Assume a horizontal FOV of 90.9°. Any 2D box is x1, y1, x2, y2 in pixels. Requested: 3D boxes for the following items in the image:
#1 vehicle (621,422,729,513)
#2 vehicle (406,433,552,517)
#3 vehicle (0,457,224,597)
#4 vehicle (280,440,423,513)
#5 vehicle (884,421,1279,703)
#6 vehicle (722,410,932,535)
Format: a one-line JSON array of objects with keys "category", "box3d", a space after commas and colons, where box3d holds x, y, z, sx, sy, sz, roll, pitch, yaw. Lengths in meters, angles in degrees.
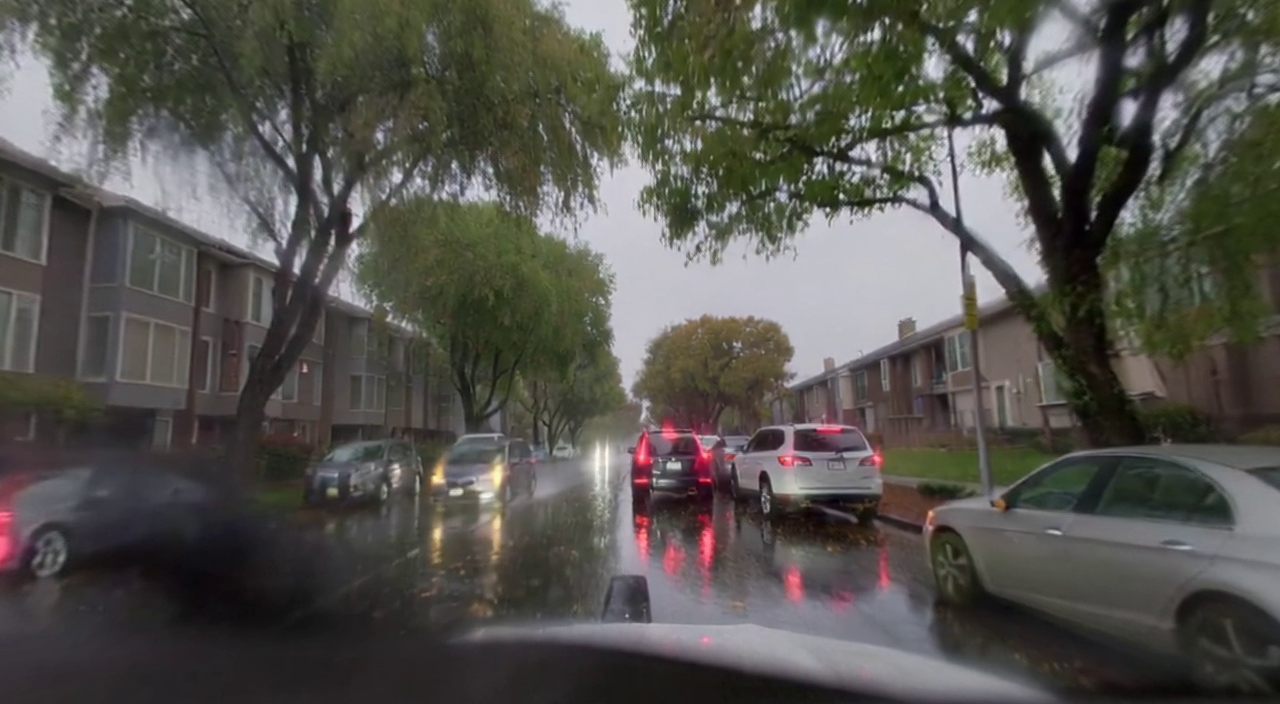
[{"category": "vehicle", "box3d": [0.628, 2.596, 14.684, 2.055, 1.717, 5.172, 0, -9, -1]}, {"category": "vehicle", "box3d": [-3.616, 2.838, 15.028, 2.018, 1.691, 3.995, -1, -9, 7]}, {"category": "vehicle", "box3d": [-8.097, 2.328, 8.835, 1.859, 1.432, 4.315, -5, -8, -4]}, {"category": "vehicle", "box3d": [-7.902, 3.418, 17.851, 2.002, 1.774, 4.568, 0, -9, -2]}, {"category": "vehicle", "box3d": [3.391, 1.187, 3.875, 1.881, 1.403, 4.214, 0, -9, -3]}, {"category": "vehicle", "box3d": [3.074, 2.141, 11.846, 2.082, 1.799, 5.207, 0, -9, -3]}]
